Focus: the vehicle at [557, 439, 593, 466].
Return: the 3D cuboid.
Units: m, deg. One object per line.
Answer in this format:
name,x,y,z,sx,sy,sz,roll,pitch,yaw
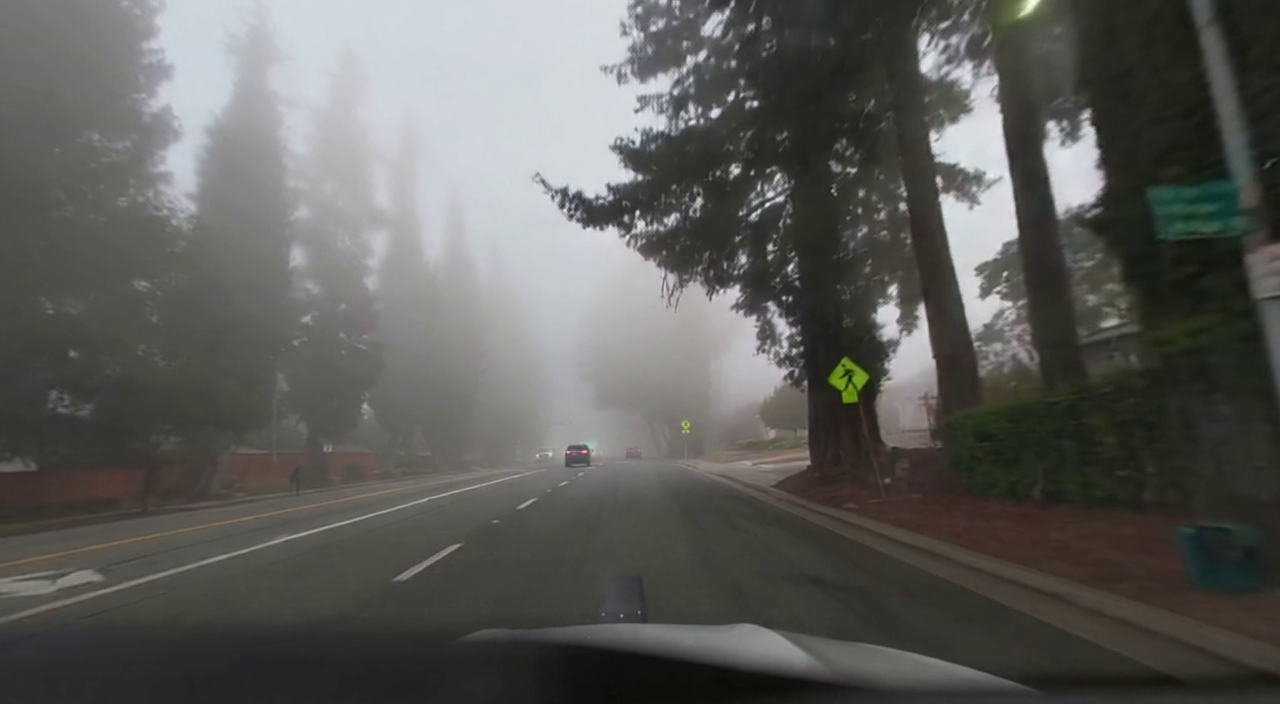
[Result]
vehicle,-4.486,6.985,44.172,2.065,1.714,4.272,0,-8,0
